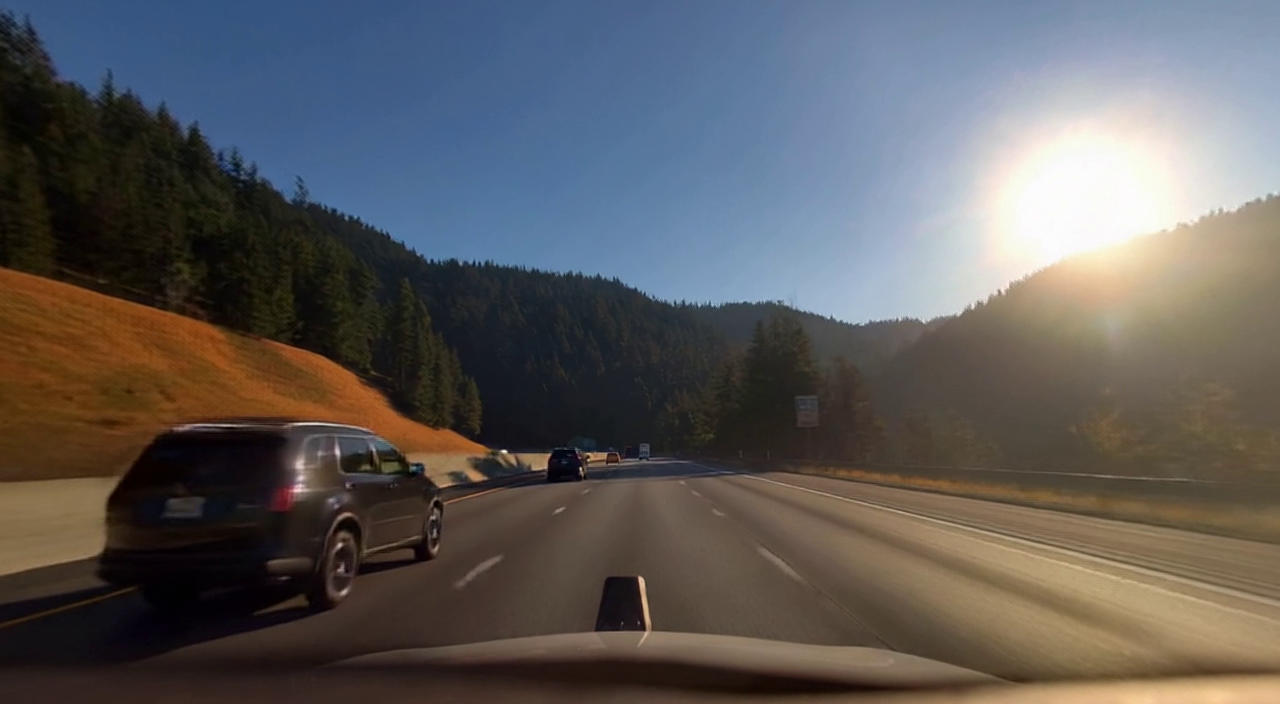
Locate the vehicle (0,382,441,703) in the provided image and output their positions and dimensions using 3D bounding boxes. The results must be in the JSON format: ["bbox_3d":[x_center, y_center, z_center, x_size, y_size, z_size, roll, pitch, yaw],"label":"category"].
[{"bbox_3d":[-3.610,1.365,5.546,2.147,1.708,4.630,0,-9,1],"label":"vehicle"}]

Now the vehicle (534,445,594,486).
[{"bbox_3d":[-3.060,4.669,26.305,1.944,1.548,4.051,0,-9,1],"label":"vehicle"}]
